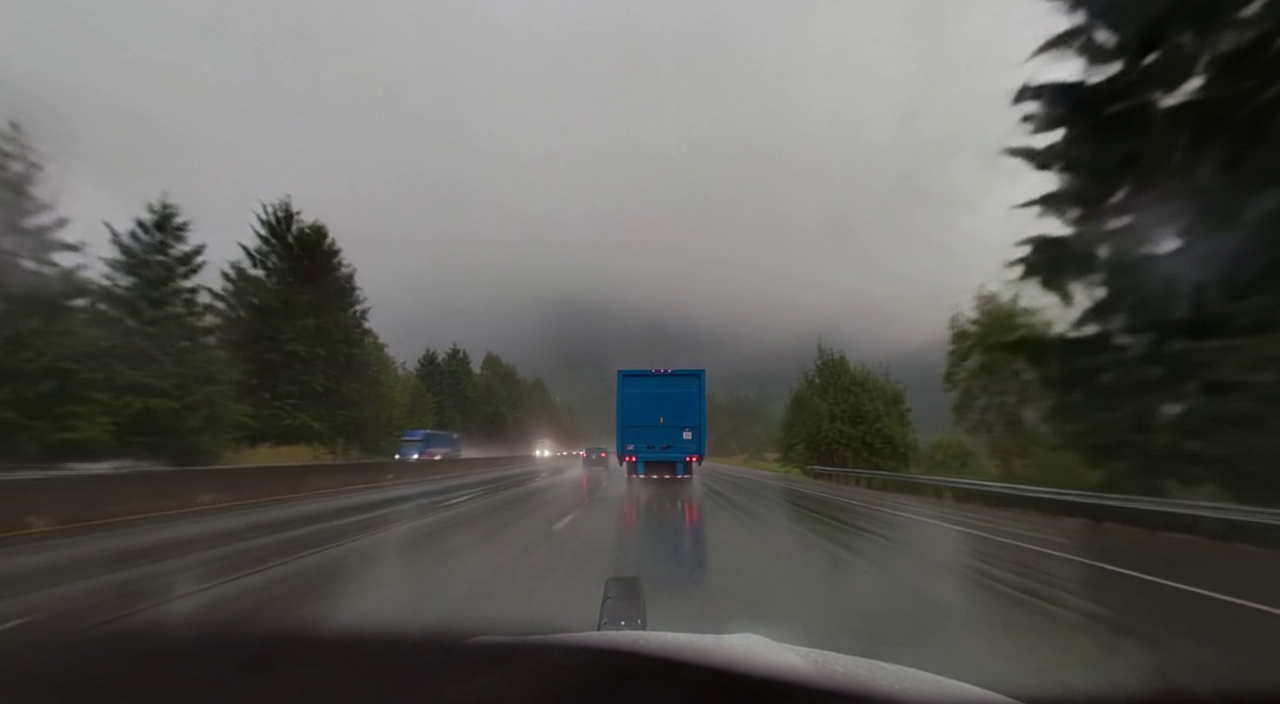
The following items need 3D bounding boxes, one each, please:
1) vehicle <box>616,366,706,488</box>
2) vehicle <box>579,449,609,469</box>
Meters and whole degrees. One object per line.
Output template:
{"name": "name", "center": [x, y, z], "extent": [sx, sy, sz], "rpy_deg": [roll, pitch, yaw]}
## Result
{"name": "vehicle", "center": [0.626, 3.209, 25.668], "extent": [2.898, 3.973, 10.063], "rpy_deg": [0, -9, -1]}
{"name": "vehicle", "center": [-3.525, 8.249, 48.835], "extent": [1.985, 1.482, 3.923], "rpy_deg": [0, -9, 0]}
